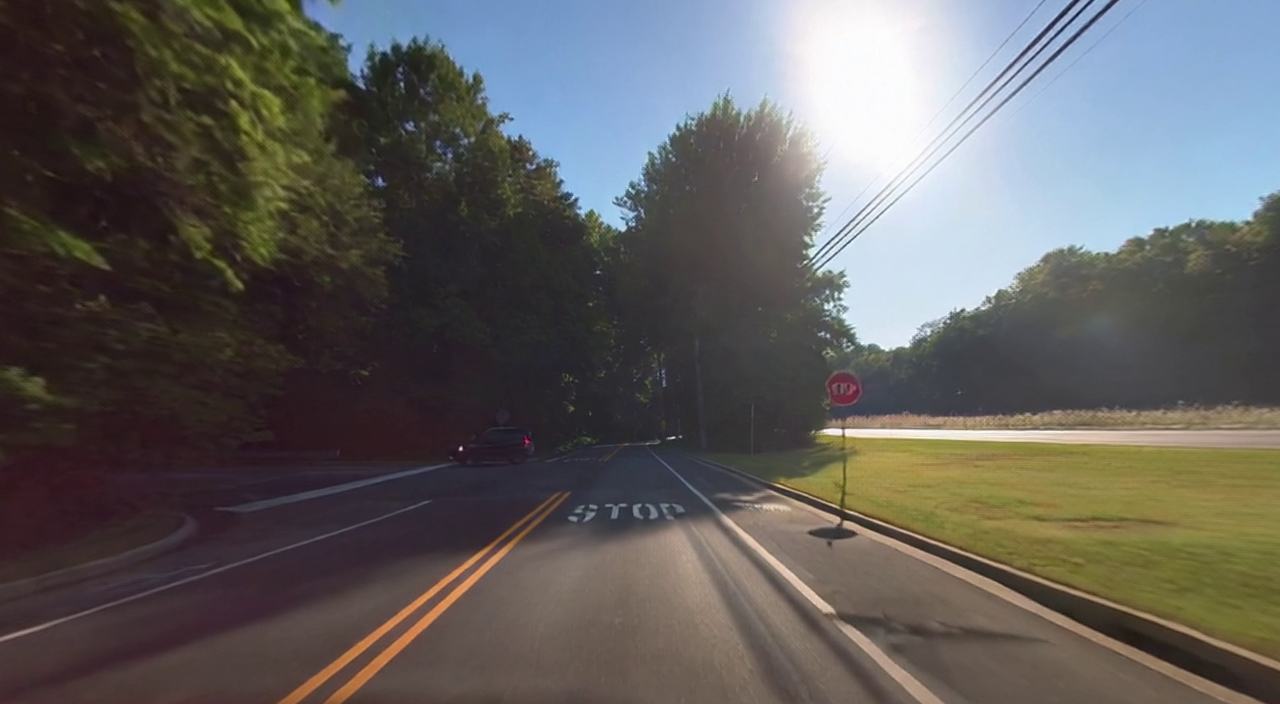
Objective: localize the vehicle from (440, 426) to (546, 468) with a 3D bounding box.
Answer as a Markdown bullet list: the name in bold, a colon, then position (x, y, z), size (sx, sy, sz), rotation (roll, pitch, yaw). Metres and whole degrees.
- **vehicle**: position (-7.526, 4.921, 32.781), size (2.348, 1.973, 5.020), rotation (-6, -10, 35)
